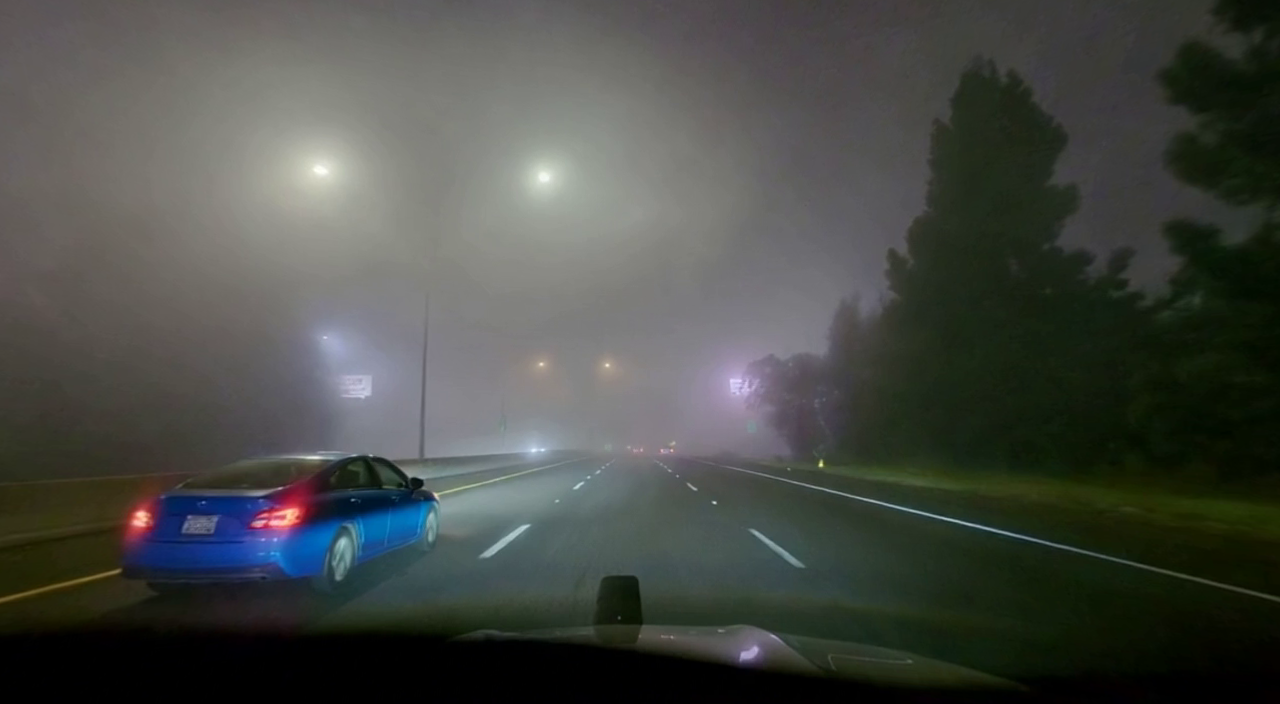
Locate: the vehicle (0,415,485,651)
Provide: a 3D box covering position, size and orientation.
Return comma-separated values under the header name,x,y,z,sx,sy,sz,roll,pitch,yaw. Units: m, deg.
name,x,y,z,sx,sy,sz,roll,pitch,yaw
vehicle,-3.235,1.548,6.562,2.029,1.557,4.570,0,-8,1
